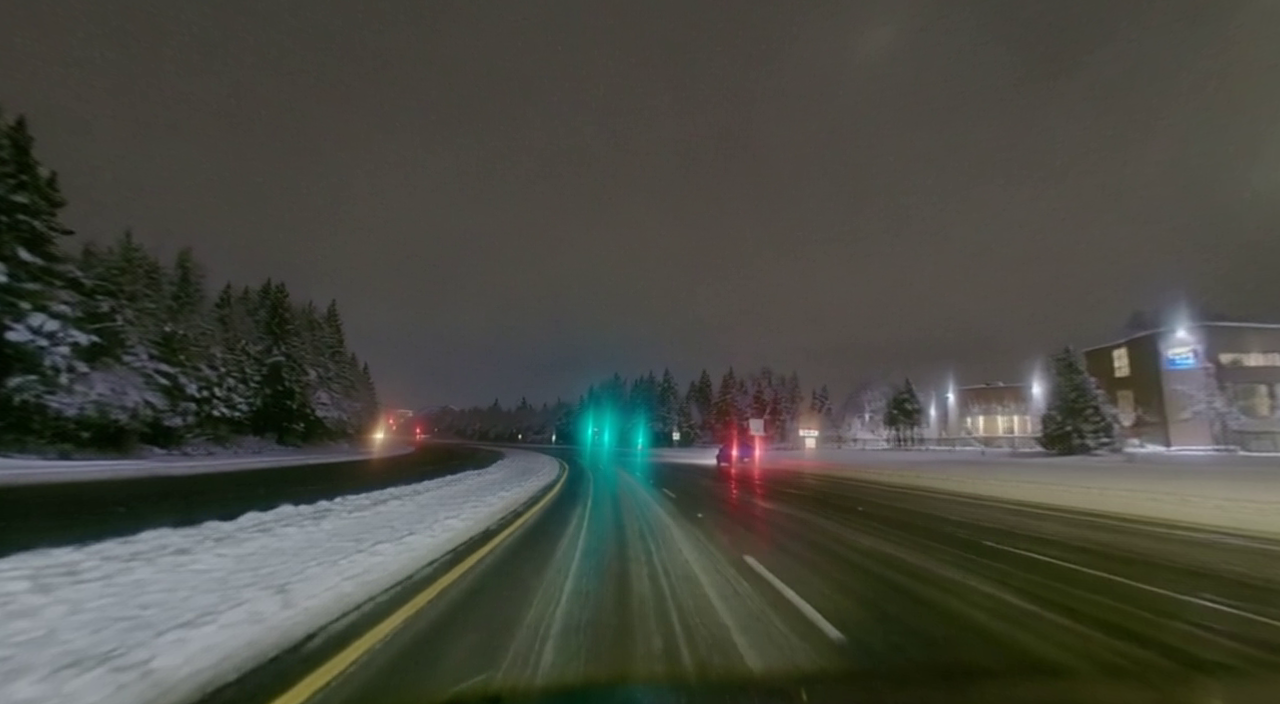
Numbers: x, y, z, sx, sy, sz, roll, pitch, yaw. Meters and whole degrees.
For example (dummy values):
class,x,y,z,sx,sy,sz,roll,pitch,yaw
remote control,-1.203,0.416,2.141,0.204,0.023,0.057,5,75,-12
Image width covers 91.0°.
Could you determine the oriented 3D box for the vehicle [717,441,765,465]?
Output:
class,x,y,z,sx,sy,sz,roll,pitch,yaw
vehicle,6.533,6.601,41.259,1.908,1.483,4.474,1,-9,-8
